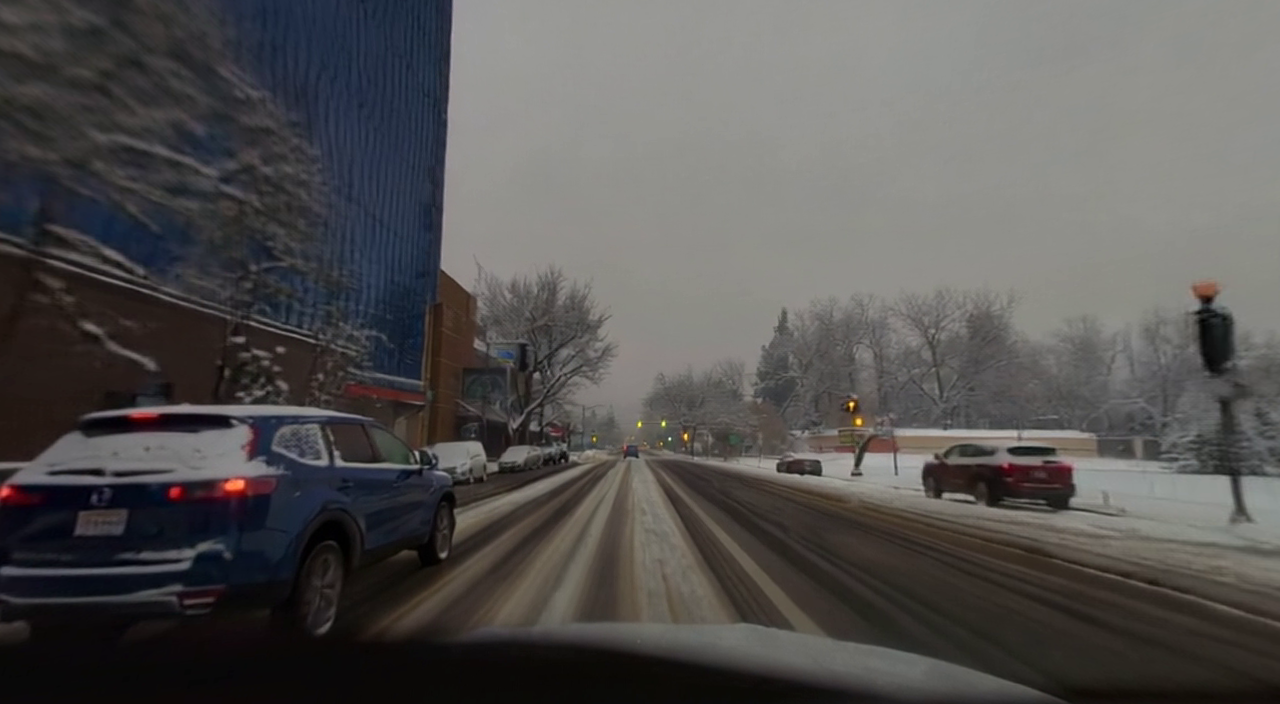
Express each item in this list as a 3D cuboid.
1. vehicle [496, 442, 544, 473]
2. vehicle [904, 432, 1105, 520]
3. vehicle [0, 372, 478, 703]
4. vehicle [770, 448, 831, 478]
[{"bbox_3d":[-6.947,6.141,37.123,1.848,1.710,4.354,-1,-8,2],"label":"vehicle"},{"bbox_3d":[9.250,3.154,16.822,2.129,1.929,5.537,-1,-8,1],"label":"vehicle"},{"bbox_3d":[-3.030,1.304,5.577,2.002,1.756,4.366,0,-8,0],"label":"vehicle"},{"bbox_3d":[8.694,6.037,34.649,1.954,1.478,4.625,0,-8,-2],"label":"vehicle"}]
